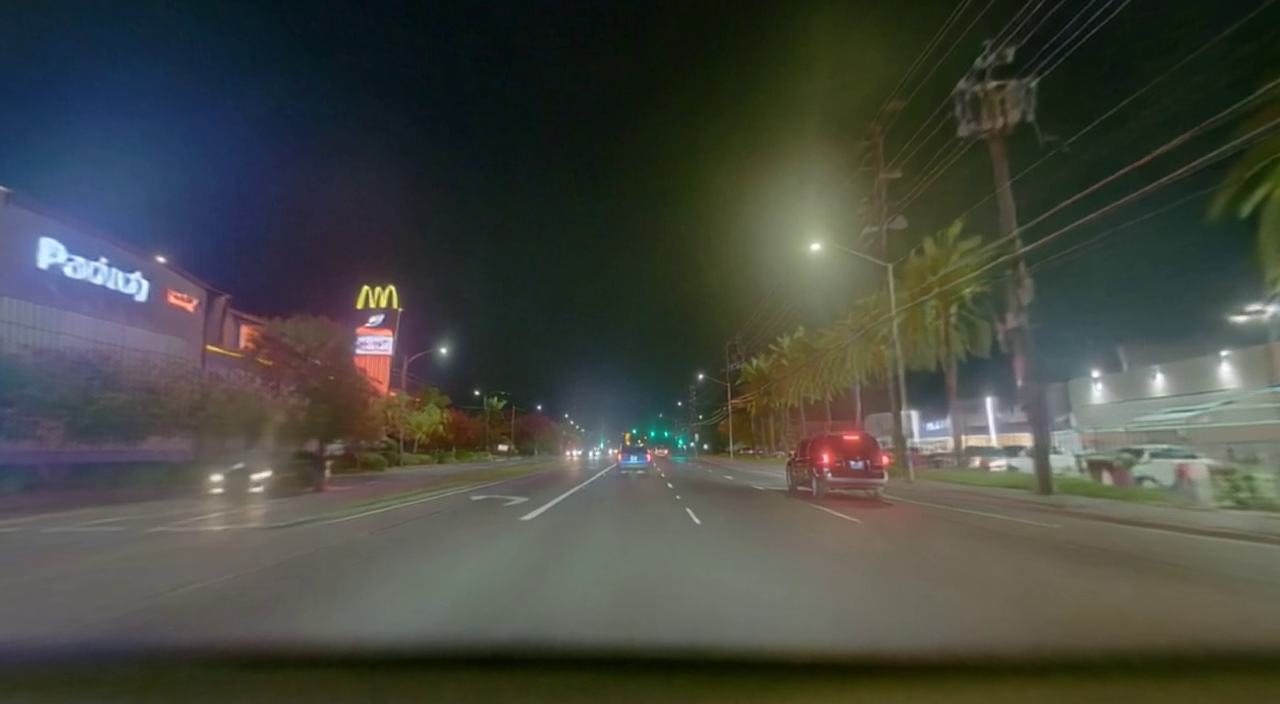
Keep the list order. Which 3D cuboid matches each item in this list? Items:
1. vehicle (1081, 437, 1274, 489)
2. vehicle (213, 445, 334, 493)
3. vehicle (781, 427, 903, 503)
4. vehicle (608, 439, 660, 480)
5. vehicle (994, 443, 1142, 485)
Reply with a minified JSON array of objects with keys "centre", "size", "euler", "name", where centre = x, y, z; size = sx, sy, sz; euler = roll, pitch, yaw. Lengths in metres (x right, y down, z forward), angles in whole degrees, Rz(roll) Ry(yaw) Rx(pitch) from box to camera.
[{"centre":[17.900,3.685,21.172],"size":[4.490,1.604,2.089],"euler":[0,-8,2],"name":"vehicle"},{"centre":[-14.172,4.504,24.710],"size":[1.997,1.641,4.528],"euler":[0,-8,0],"name":"vehicle"},{"centre":[5.765,3.261,18.662],"size":[2.107,1.928,4.471],"euler":[0,-8,0],"name":"vehicle"},{"centre":[-0.261,4.710,27.955],"size":[2.138,1.672,4.168],"euler":[0,-8,0],"name":"vehicle"},{"centre":[17.759,4.652,26.308],"size":[4.605,1.459,1.968],"euler":[-3,-9,4],"name":"vehicle"}]
